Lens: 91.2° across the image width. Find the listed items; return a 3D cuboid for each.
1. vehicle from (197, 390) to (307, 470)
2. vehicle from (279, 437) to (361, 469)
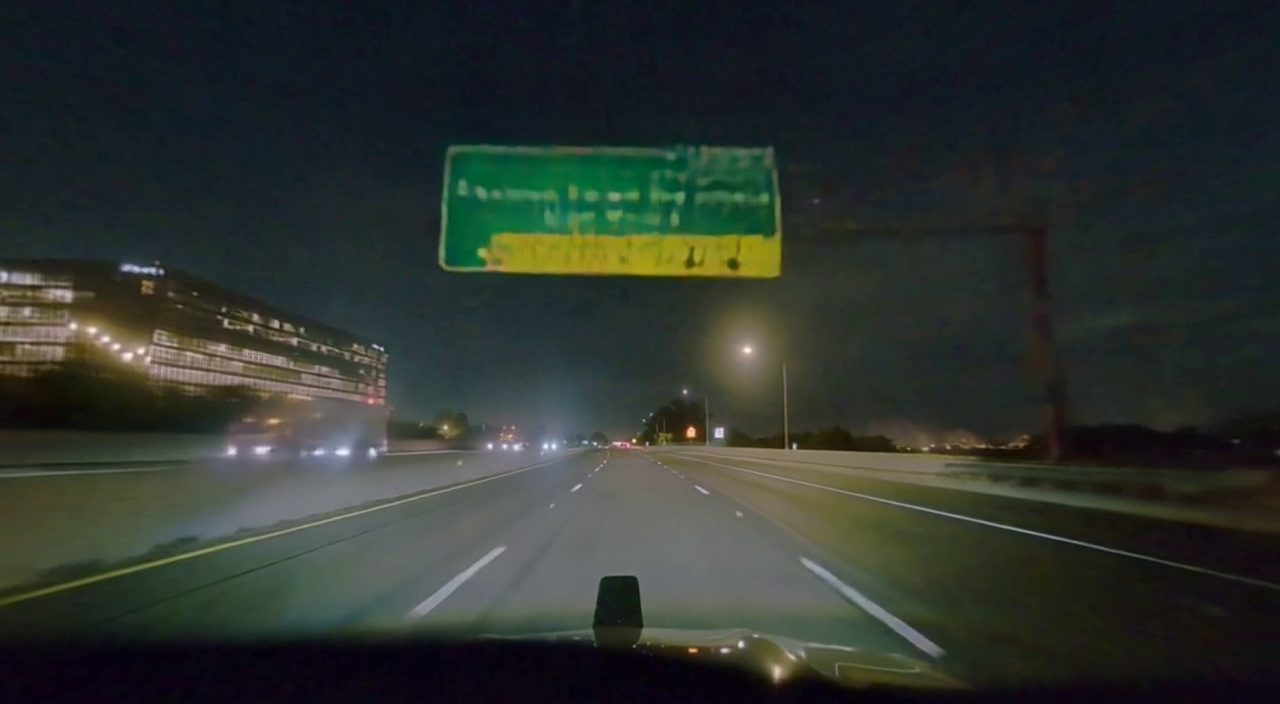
[{"bbox_3d":[-20.950,4.280,34.163,3.198,4.081,3.981,0,-9,0],"label":"vehicle"},{"bbox_3d":[-16.576,5.275,32.761,1.906,1.506,4.562,0,-9,0],"label":"vehicle"}]
